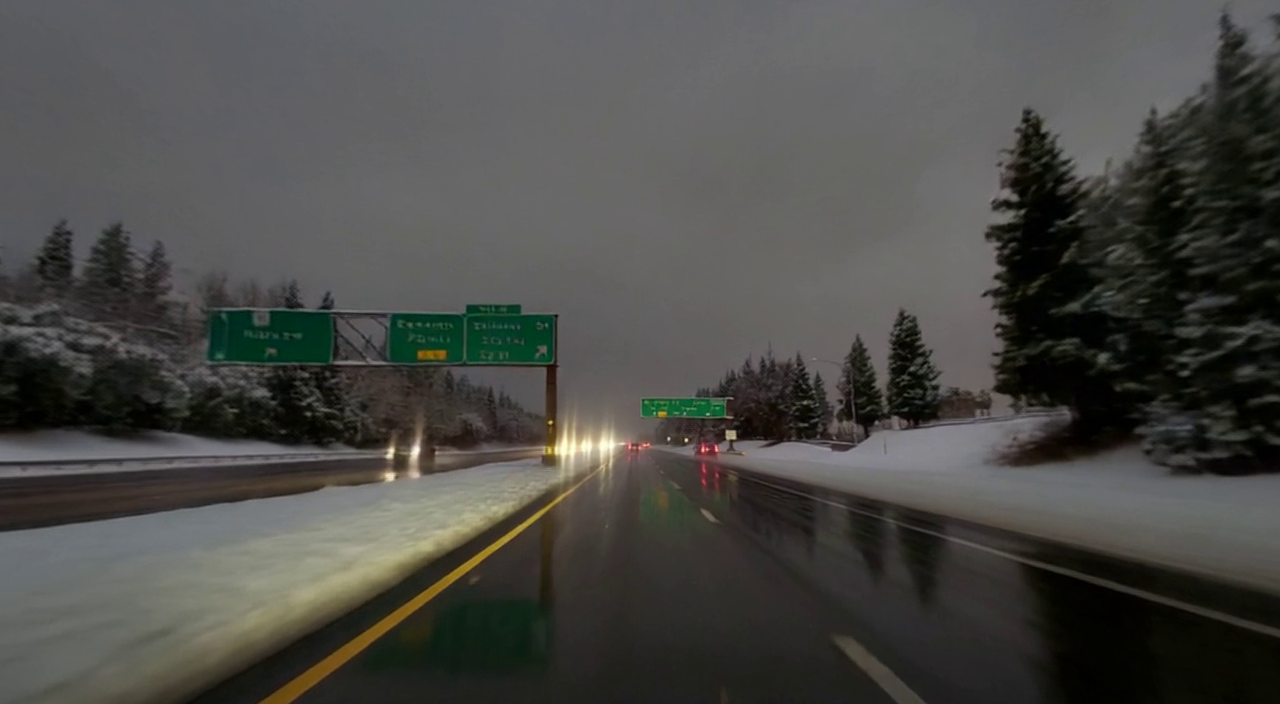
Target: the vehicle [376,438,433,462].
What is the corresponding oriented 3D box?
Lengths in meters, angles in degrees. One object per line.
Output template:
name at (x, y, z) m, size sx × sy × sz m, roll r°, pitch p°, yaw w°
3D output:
vehicle at (-15.731, 6.581, 42.471) m, size 1.968 × 1.501 × 4.695 m, roll 0°, pitch -9°, yaw 1°
